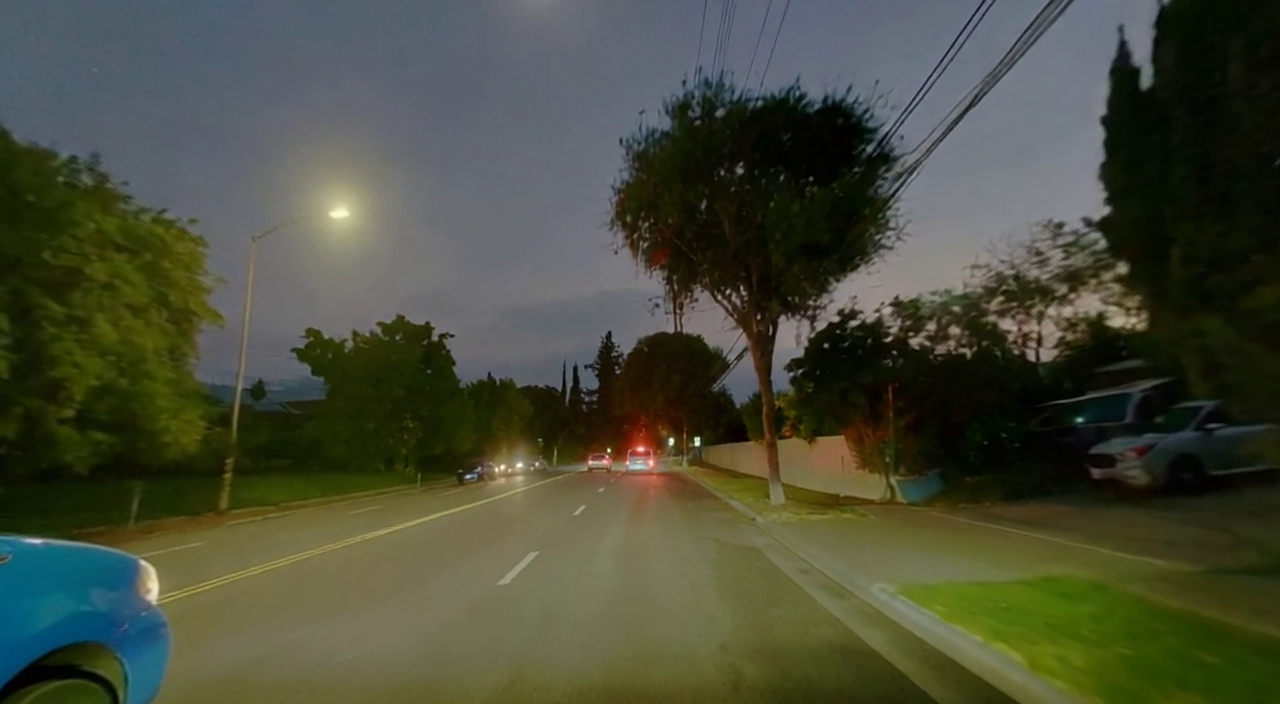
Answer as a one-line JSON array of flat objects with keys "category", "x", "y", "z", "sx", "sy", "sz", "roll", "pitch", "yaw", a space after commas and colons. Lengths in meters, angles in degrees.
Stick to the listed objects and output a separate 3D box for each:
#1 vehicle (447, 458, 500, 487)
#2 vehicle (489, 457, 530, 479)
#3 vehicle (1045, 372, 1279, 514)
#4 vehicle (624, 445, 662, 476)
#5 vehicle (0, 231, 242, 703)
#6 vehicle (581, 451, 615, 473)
[{"category": "vehicle", "x": -9.815, "y": 7.150, "z": 37.517, "sx": 1.879, "sy": 1.494, "sz": 4.445, "roll": -2, "pitch": -9, "yaw": 1}, {"category": "vehicle", "x": -9.606, "y": 8.602, "z": 46.873, "sx": 2.068, "sy": 1.480, "sz": 4.641, "roll": 0, "pitch": -9, "yaw": 0}, {"category": "vehicle", "x": 8.884, "y": 1.283, "z": 9.537, "sx": 3.992, "sy": 1.722, "sz": 1.911, "roll": -6, "pitch": -9, "yaw": 2}, {"category": "vehicle", "x": 0.205, "y": 6.359, "z": 37.193, "sx": 2.120, "sy": 1.718, "sz": 3.909, "roll": 0, "pitch": -9, "yaw": 0}, {"category": "vehicle", "x": -3.362, "y": 0.397, "z": 0.424, "sx": 2.336, "sy": 2.152, "sz": 5.866, "roll": 0, "pitch": -9, "yaw": 0}, {"category": "vehicle", "x": -2.917, "y": 7.777, "z": 44.640, "sx": 1.968, "sy": 1.472, "sz": 4.489, "roll": 0, "pitch": -9, "yaw": 2}]
